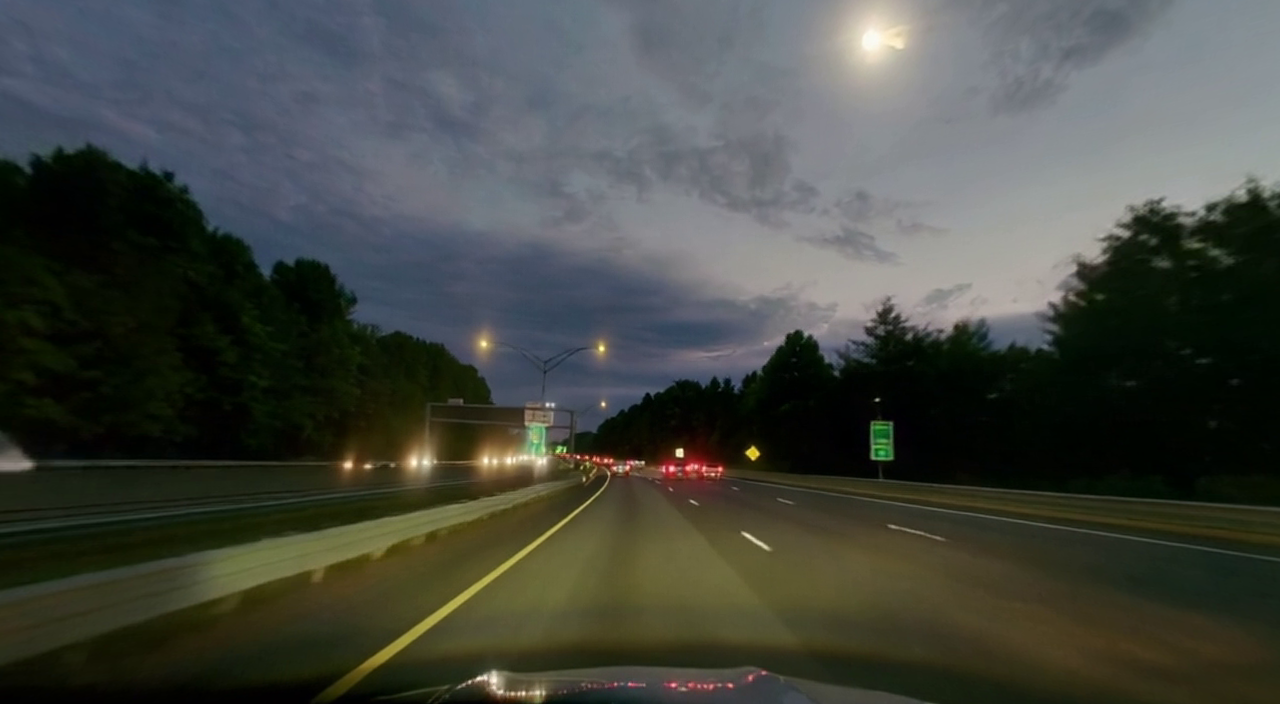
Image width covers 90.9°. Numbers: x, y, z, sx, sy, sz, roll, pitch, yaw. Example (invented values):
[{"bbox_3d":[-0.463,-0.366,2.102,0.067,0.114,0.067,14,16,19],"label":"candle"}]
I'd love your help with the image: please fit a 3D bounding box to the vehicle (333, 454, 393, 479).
[{"bbox_3d":[-18.363,7.619,41.983,1.966,1.552,4.329,1,-11,0],"label":"vehicle"}]
